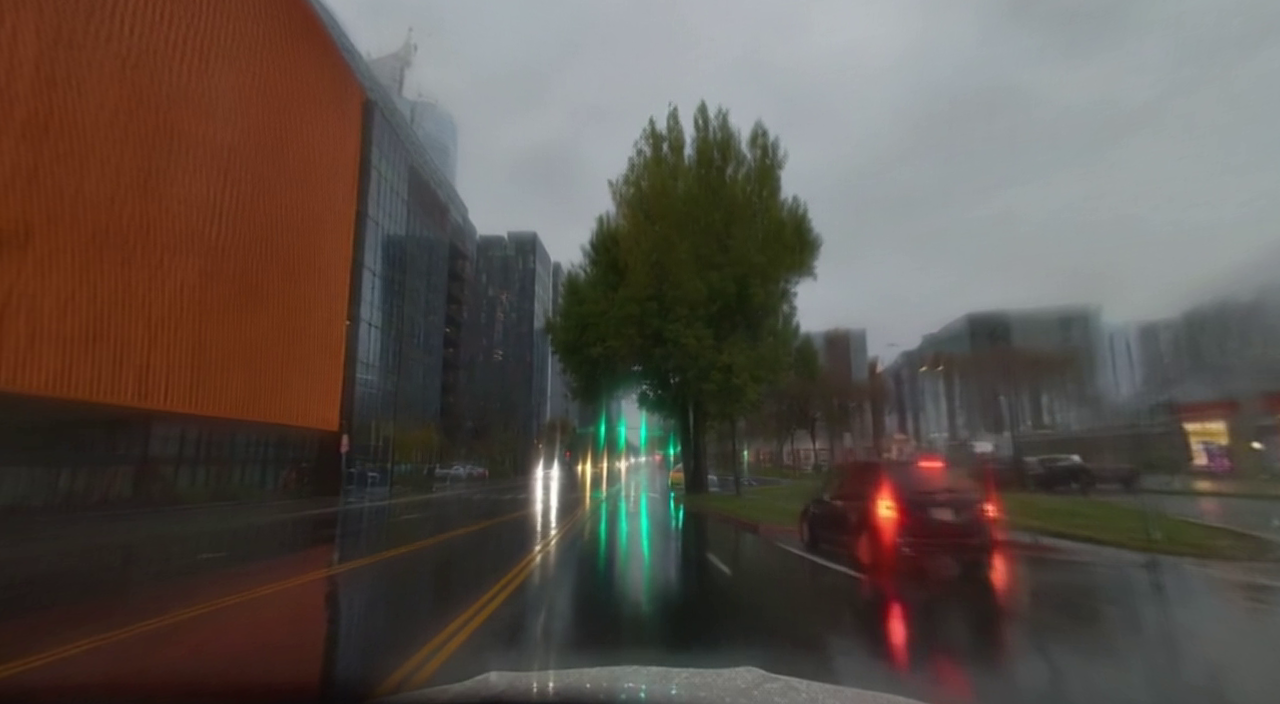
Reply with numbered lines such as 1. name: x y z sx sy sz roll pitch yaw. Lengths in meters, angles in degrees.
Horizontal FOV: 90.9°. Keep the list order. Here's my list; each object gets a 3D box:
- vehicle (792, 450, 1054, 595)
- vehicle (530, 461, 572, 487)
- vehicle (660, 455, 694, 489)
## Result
1. vehicle: 3.417 2.132 8.518 1.899 1.470 3.666 0 -10 2
2. vehicle: -6.623 9.151 47.437 2.043 1.778 4.602 -2 -10 5
3. vehicle: 2.382 7.816 41.196 2.064 2.010 4.791 0 -10 2
